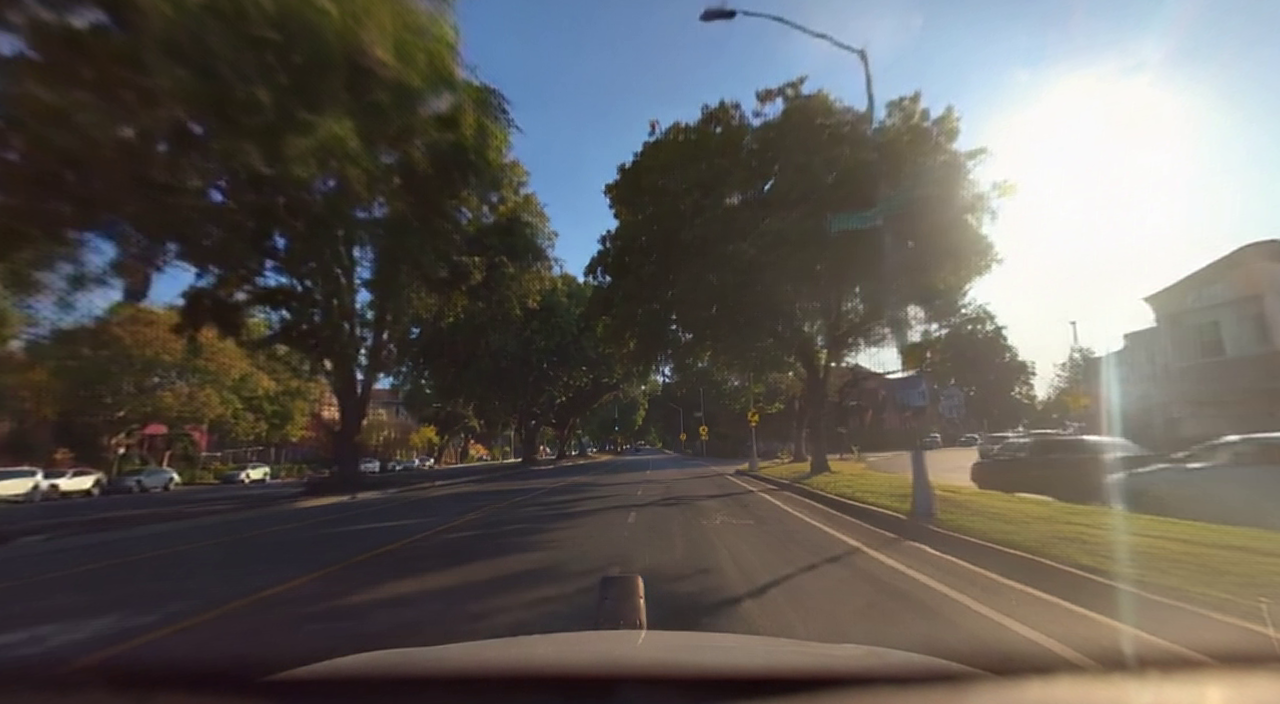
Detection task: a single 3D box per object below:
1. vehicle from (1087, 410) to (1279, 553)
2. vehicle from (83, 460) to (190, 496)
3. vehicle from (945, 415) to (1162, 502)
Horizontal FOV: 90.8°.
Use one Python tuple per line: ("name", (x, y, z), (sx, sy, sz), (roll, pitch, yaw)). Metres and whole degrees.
("vehicle", (8.954, 1.753, 8.698), (1.923, 1.741, 4.683), (-3, -13, -2))
("vehicle", (-27.467, 6.992, 34.674), (1.936, 1.723, 4.573), (-4, -13, 2))
("vehicle", (9.096, 2.595, 14.536), (2.004, 1.476, 4.588), (-5, -14, 3))
